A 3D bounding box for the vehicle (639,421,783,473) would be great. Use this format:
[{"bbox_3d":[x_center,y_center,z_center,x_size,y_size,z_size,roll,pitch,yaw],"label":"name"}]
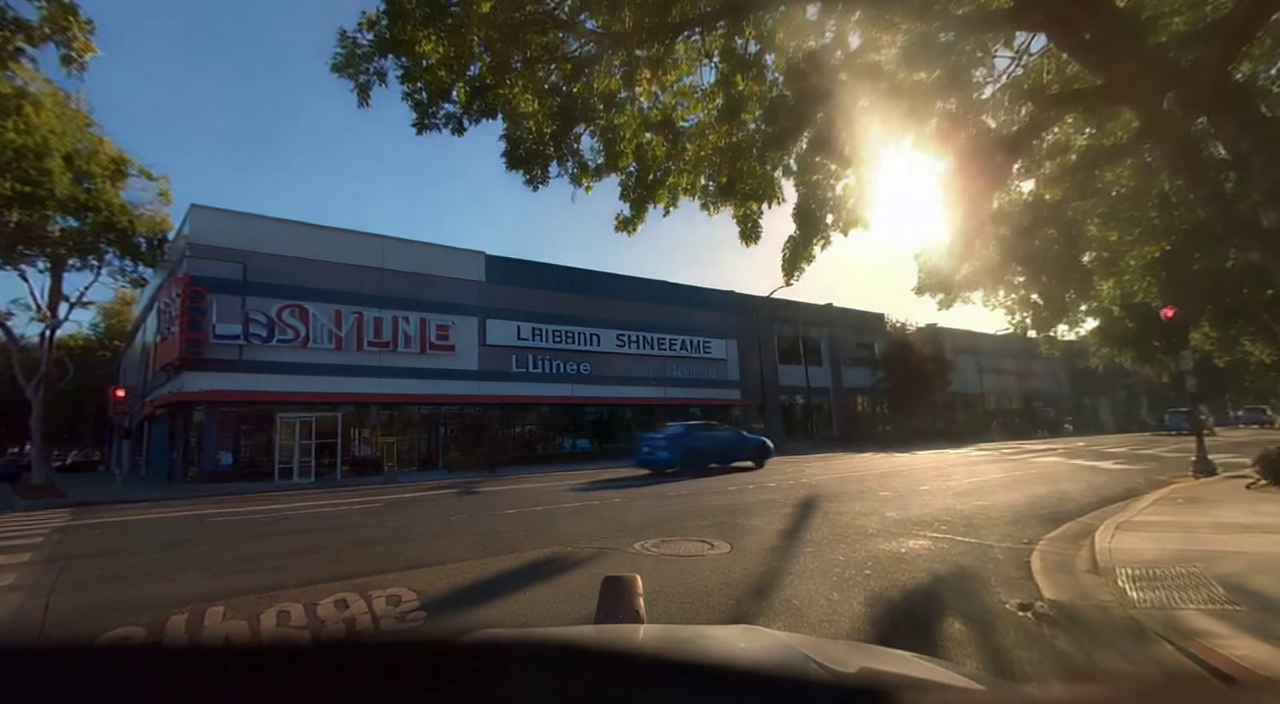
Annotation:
[{"bbox_3d":[2.309,3.021,20.146,4.442,1.458,1.902,6,-11,-36],"label":"vehicle"}]
